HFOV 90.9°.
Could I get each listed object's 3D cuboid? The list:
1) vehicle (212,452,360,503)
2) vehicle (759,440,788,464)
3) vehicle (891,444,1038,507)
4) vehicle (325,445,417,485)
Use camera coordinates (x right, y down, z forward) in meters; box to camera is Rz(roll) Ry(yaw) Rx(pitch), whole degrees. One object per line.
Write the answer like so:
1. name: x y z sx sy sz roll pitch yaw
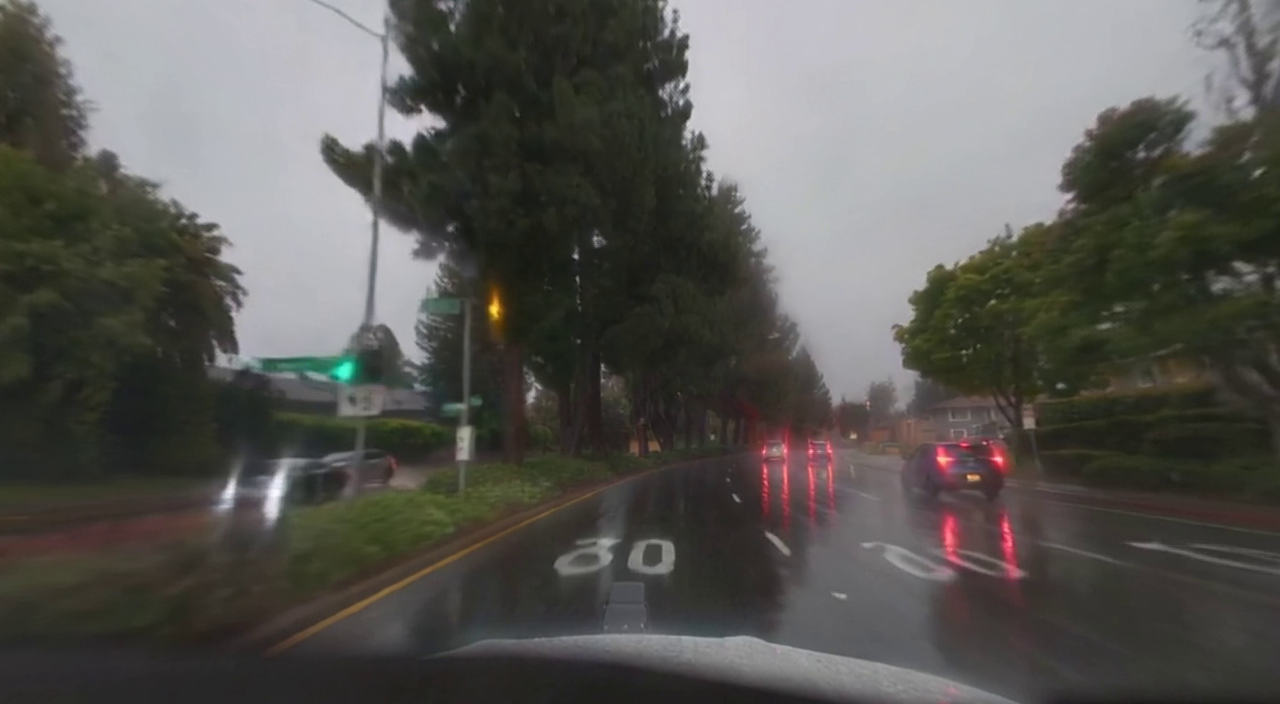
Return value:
1. vehicle: -11.569 4.102 21.076 1.905 1.451 4.698 -1 -8 6
2. vehicle: 9.940 7.419 47.005 1.991 1.684 4.127 -2 -9 12
3. vehicle: 8.463 3.207 16.975 1.855 1.444 4.389 -1 -8 4
4. vehicle: -13.503 5.689 32.057 2.025 1.837 4.841 -1 -8 8
